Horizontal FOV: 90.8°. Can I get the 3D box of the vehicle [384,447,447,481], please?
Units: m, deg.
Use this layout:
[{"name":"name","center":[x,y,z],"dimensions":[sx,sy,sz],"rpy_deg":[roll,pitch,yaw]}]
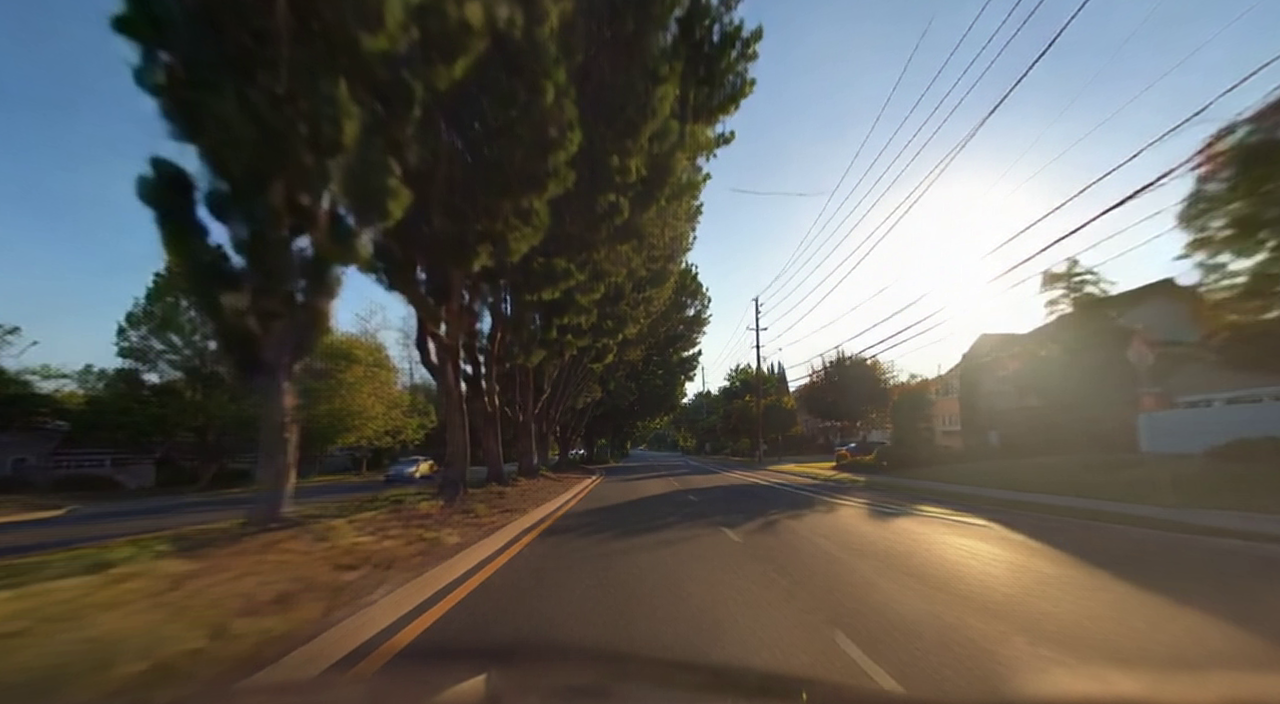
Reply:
[{"name":"vehicle","center":[-13.503,6.724,38.361],"dimensions":[2.112,1.847,4.765],"rpy_deg":[0,-8,-1]}]
